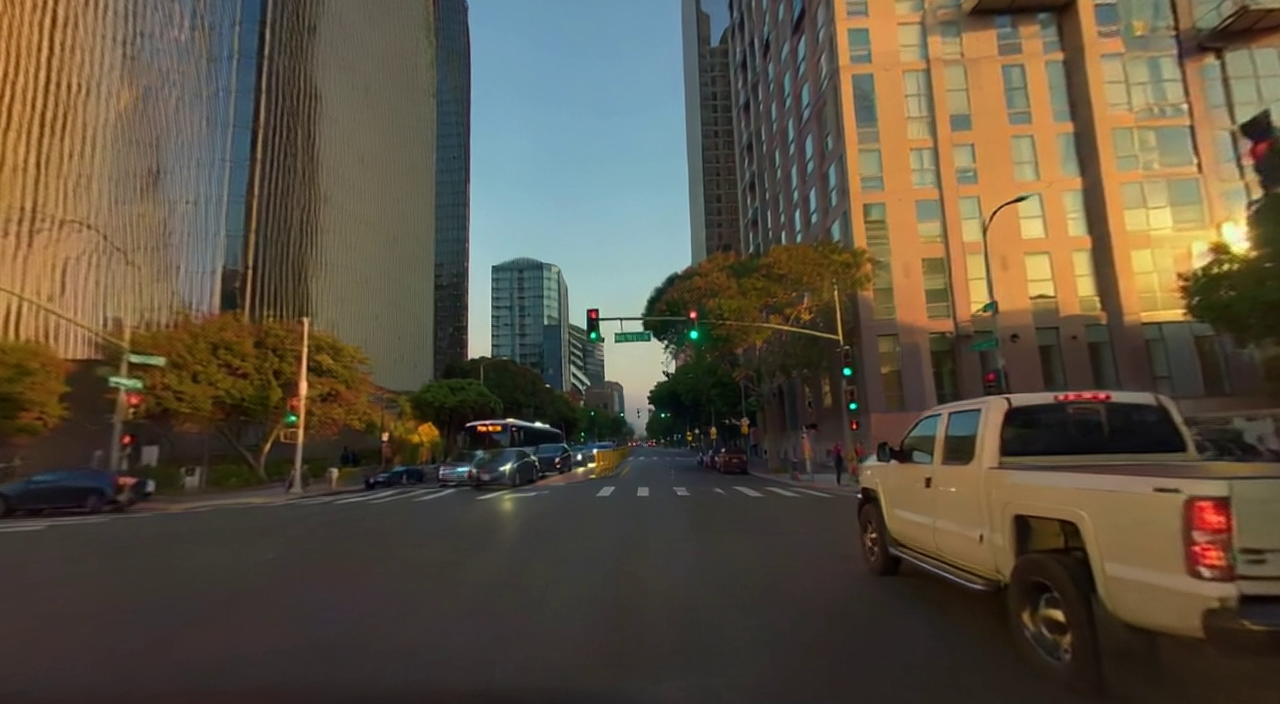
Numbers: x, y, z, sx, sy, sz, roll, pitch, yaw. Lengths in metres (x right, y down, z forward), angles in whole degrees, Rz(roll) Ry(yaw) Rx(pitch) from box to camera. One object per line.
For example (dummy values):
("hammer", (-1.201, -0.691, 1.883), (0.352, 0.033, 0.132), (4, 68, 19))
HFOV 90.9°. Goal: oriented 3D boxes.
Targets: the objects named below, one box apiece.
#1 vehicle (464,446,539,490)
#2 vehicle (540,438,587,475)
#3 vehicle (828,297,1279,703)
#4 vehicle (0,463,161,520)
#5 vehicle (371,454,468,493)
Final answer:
("vehicle", (-5.515, 4.641, 25.647), (1.997, 1.610, 4.144), (0, -8, 1))
("vehicle", (-4.969, 6.850, 41.643), (2.304, 2.208, 5.200), (0, -8, 1))
("vehicle", (3.318, 1.114, 4.745), (2.118, 1.848, 5.426), (0, -8, 0))
("vehicle", (-17.439, 4.116, 18.844), (4.635, 1.468, 2.051), (5, -10, -30))
("vehicle", (-9.672, 5.350, 28.150), (2.003, 1.489, 4.656), (-1, -8, 10))
